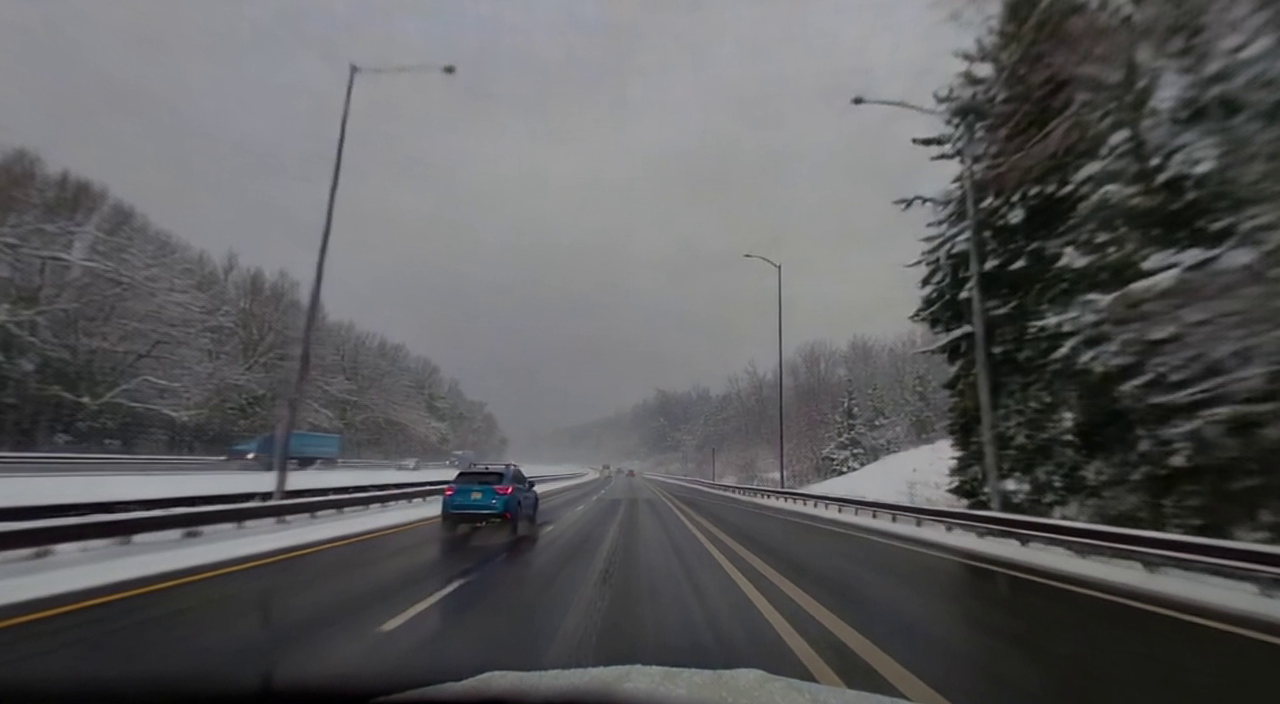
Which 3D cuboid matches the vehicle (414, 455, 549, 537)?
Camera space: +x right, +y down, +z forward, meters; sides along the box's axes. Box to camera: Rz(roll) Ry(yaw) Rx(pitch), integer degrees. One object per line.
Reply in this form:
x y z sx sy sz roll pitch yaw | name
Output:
-3.436 3.239 14.625 1.967 1.556 4.364 1 -10 0 | vehicle
